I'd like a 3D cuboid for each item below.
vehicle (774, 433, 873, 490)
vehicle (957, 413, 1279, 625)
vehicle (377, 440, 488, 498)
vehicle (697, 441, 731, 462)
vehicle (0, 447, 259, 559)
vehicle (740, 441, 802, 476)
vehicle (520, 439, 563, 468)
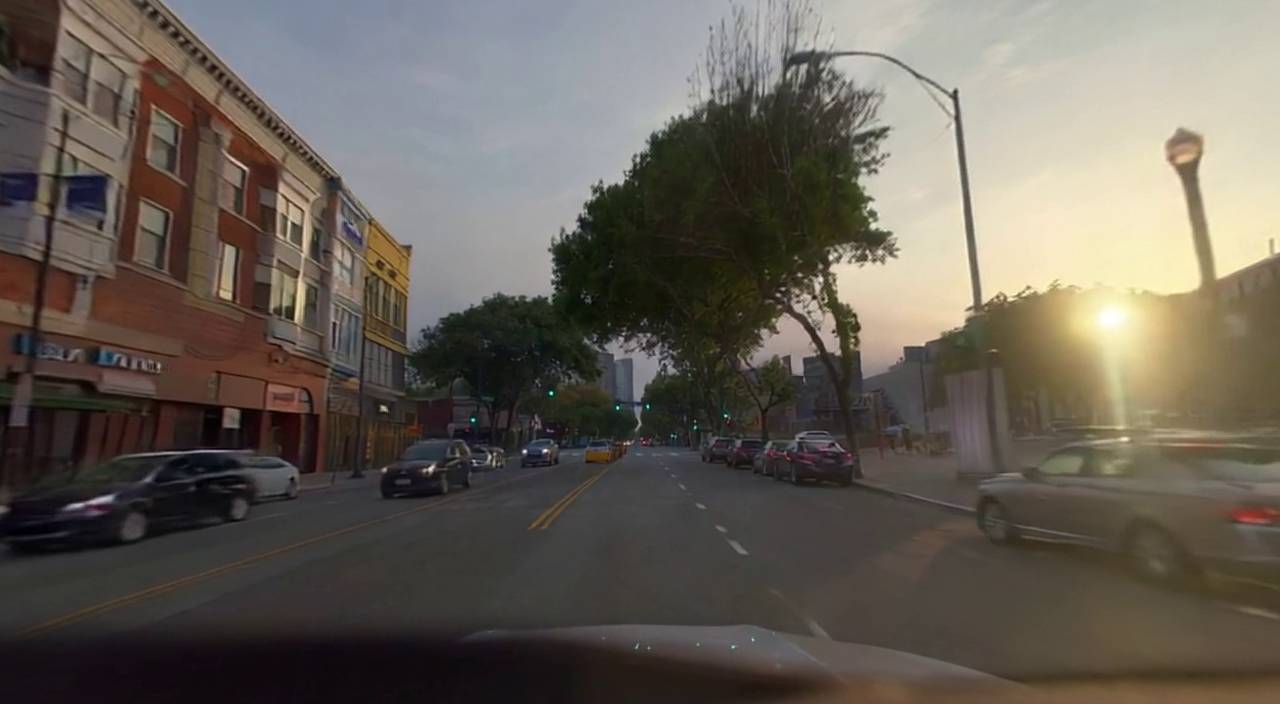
[{"bbox_3d":[6.066,3.655,21.476,2.047,1.720,4.353,0,-8,0],"label":"vehicle"},{"bbox_3d":[6.048,1.729,7.647,1.959,1.766,4.490,0,-8,-1],"label":"vehicle"},{"bbox_3d":[-6.132,3.473,19.259,1.898,1.532,4.337,0,-8,0],"label":"vehicle"},{"bbox_3d":[5.739,7.780,49.570,2.011,1.603,4.395,0,-8,-1],"label":"vehicle"},{"bbox_3d":[-8.970,2.463,11.093,1.937,1.548,4.179,0,-8,0],"label":"vehicle"},{"bbox_3d":[5.869,4.832,28.874,1.834,1.454,4.410,0,-8,-1],"label":"vehicle"},{"bbox_3d":[-6.158,6.381,39.953,2.020,1.754,4.442,0,-8,0],"label":"vehicle"}]
